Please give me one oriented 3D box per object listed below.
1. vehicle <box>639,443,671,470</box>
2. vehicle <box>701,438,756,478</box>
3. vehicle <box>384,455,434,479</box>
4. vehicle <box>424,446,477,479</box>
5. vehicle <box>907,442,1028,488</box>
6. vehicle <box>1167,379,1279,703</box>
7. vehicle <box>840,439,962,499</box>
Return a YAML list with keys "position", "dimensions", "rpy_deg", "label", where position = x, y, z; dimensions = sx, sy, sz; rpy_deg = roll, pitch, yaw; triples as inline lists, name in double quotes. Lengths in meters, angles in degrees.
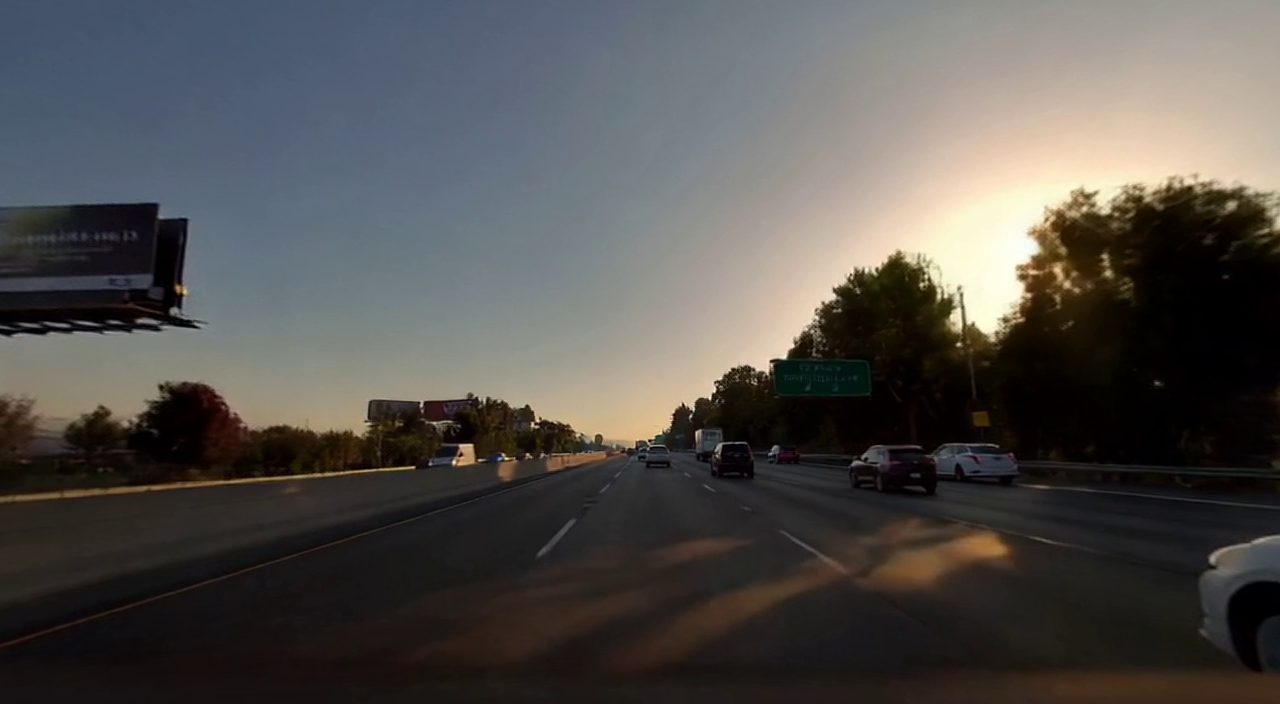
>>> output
- position: [1.048, 7.445, 45.219]
  dimensions: [2.145, 1.832, 4.004]
  rpy_deg: [0, -8, 0]
  label: "vehicle"
- position: [4.400, 5.342, 32.077]
  dimensions: [2.075, 1.845, 4.667]
  rpy_deg: [0, -8, -1]
  label: "vehicle"
- position: [-17.052, 8.494, 46.783]
  dimensions: [1.937, 1.606, 4.683]
  rpy_deg: [-1, -8, 1]
  label: "vehicle"
- position: [-13.123, 7.653, 43.964]
  dimensions: [2.014, 2.072, 5.382]
  rpy_deg: [0, -8, 0]
  label: "vehicle"
- position: [12.042, 4.149, 23.643]
  dimensions: [1.941, 1.539, 4.834]
  rpy_deg: [0, -8, 0]
  label: "vehicle"
- position: [3.827, 0.681, 1.122]
  dimensions: [1.989, 1.609, 4.355]
  rpy_deg: [0, -8, 0]
  label: "vehicle"
- position: [7.620, 3.417, 18.961]
  dimensions: [1.807, 1.558, 4.352]
  rpy_deg: [0, -8, 0]
  label: "vehicle"
